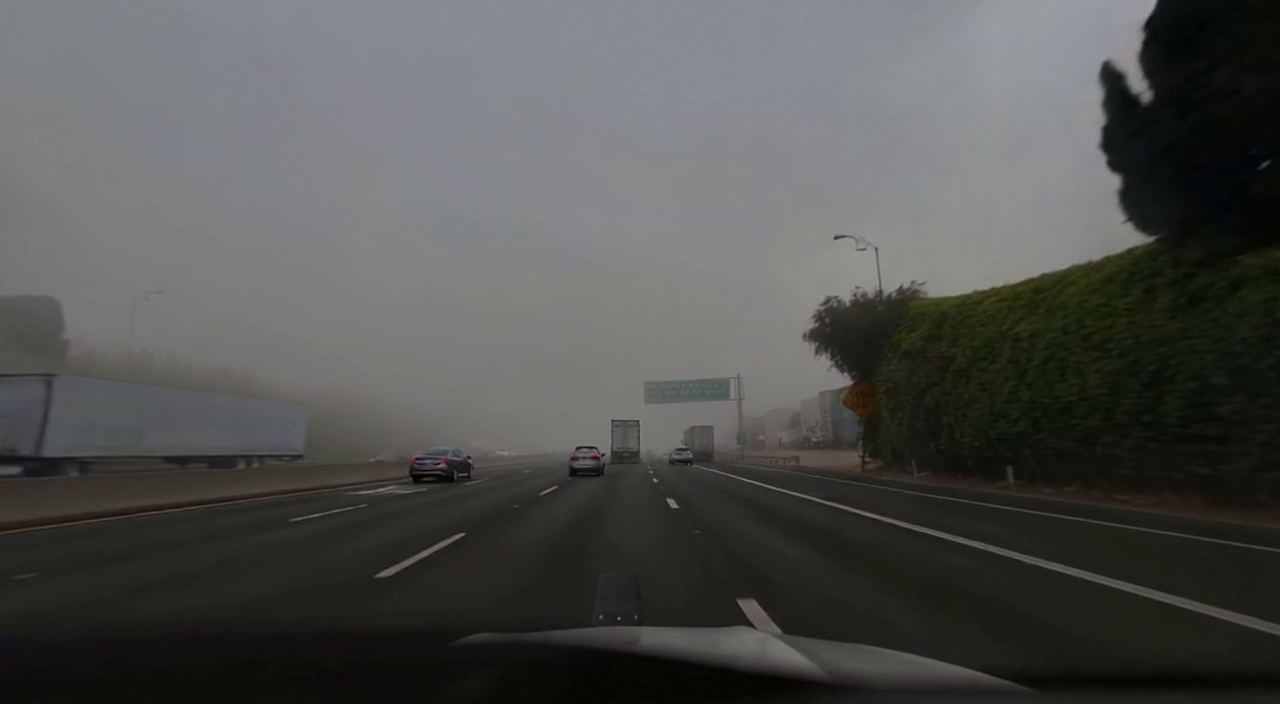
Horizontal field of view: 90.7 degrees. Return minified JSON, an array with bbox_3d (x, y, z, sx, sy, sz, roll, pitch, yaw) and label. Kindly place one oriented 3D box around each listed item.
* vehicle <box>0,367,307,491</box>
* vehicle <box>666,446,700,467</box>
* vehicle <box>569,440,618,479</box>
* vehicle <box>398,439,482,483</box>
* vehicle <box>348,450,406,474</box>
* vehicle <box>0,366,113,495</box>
[{"bbox_3d":[-21.195,3.742,28.961,2.863,4.023,16.558,0,-9,0],"label":"vehicle"},{"bbox_3d":[3.051,7.538,45.937,2.015,1.462,4.691,0,-9,-2],"label":"vehicle"},{"bbox_3d":[-2.174,5.091,30.192,2.132,1.679,4.045,0,-9,-3],"label":"vehicle"},{"bbox_3d":[-8.399,4.616,27.079,2.129,1.717,4.593,0,-9,0],"label":"vehicle"},{"bbox_3d":[-16.954,7.073,41.030,1.889,1.439,4.359,0,-9,0],"label":"vehicle"},{"bbox_3d":[-21.101,2.375,19.126,3.029,3.918,8.325,0,-9,0],"label":"vehicle"}]
